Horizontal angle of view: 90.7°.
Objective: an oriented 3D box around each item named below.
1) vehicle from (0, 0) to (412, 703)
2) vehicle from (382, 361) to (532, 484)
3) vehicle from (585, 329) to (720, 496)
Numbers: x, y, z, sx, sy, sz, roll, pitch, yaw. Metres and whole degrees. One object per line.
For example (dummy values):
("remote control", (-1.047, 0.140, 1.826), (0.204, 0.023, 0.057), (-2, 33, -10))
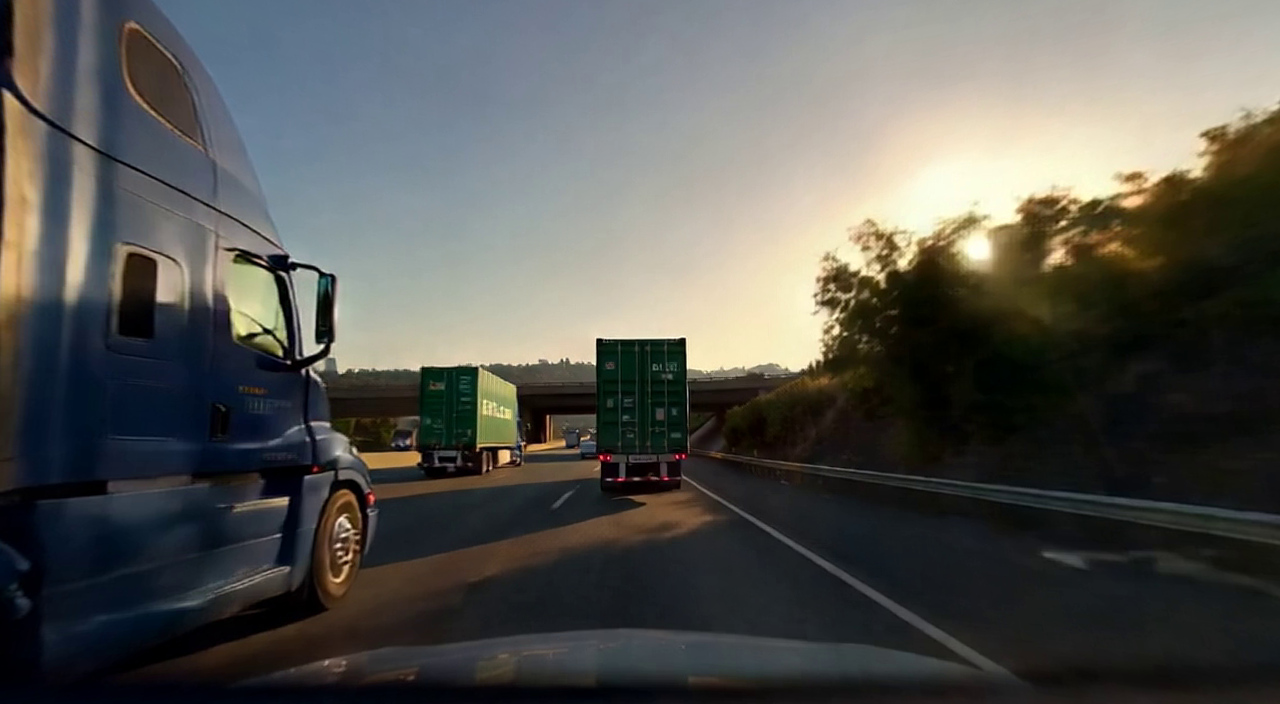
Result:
("vehicle", (-3.477, -0.272, 1.496), (3.187, 3.949, 6.963), (0, -9, 0))
("vehicle", (-7.240, 3.265, 27.523), (3.023, 4.139, 11.860), (0, -9, 0))
("vehicle", (0.189, 2.053, 19.745), (3.357, 4.212, 7.519), (0, -9, -2))
